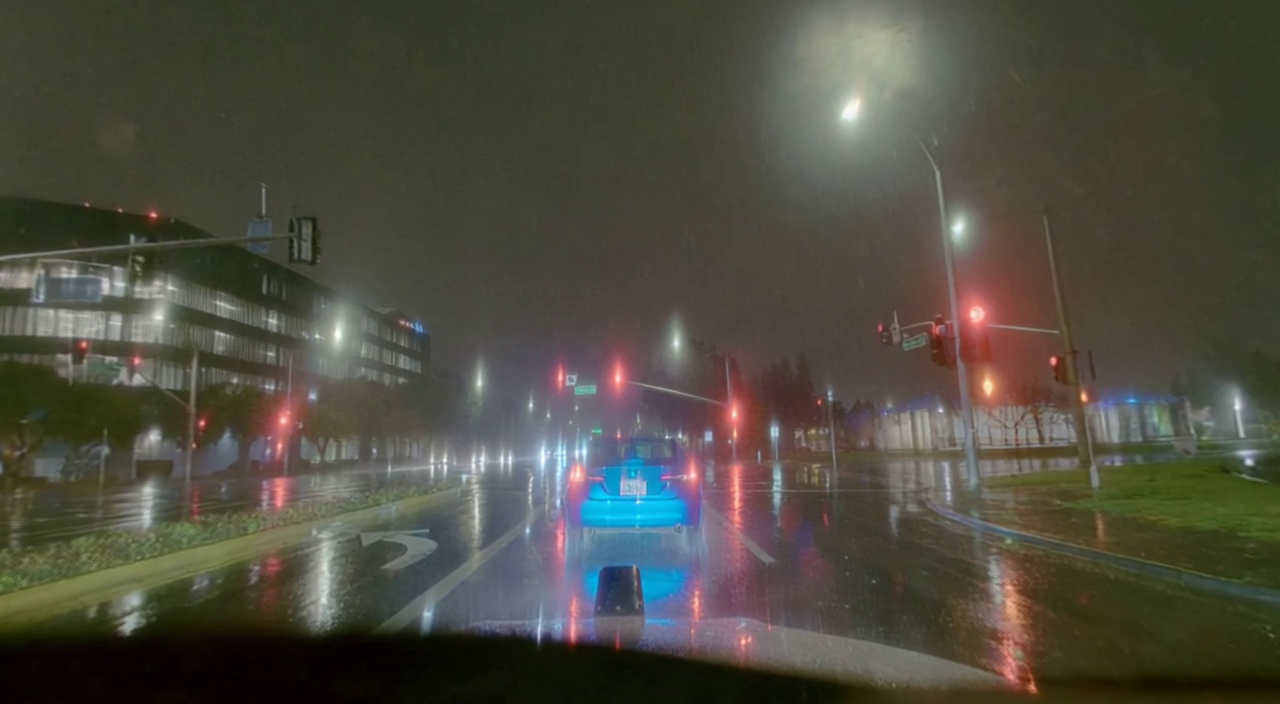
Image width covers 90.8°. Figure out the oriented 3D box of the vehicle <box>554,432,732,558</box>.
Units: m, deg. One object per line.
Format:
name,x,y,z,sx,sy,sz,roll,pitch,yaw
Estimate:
vehicle,0.006,1.995,9.518,2.107,1.470,3.974,0,-9,-1
